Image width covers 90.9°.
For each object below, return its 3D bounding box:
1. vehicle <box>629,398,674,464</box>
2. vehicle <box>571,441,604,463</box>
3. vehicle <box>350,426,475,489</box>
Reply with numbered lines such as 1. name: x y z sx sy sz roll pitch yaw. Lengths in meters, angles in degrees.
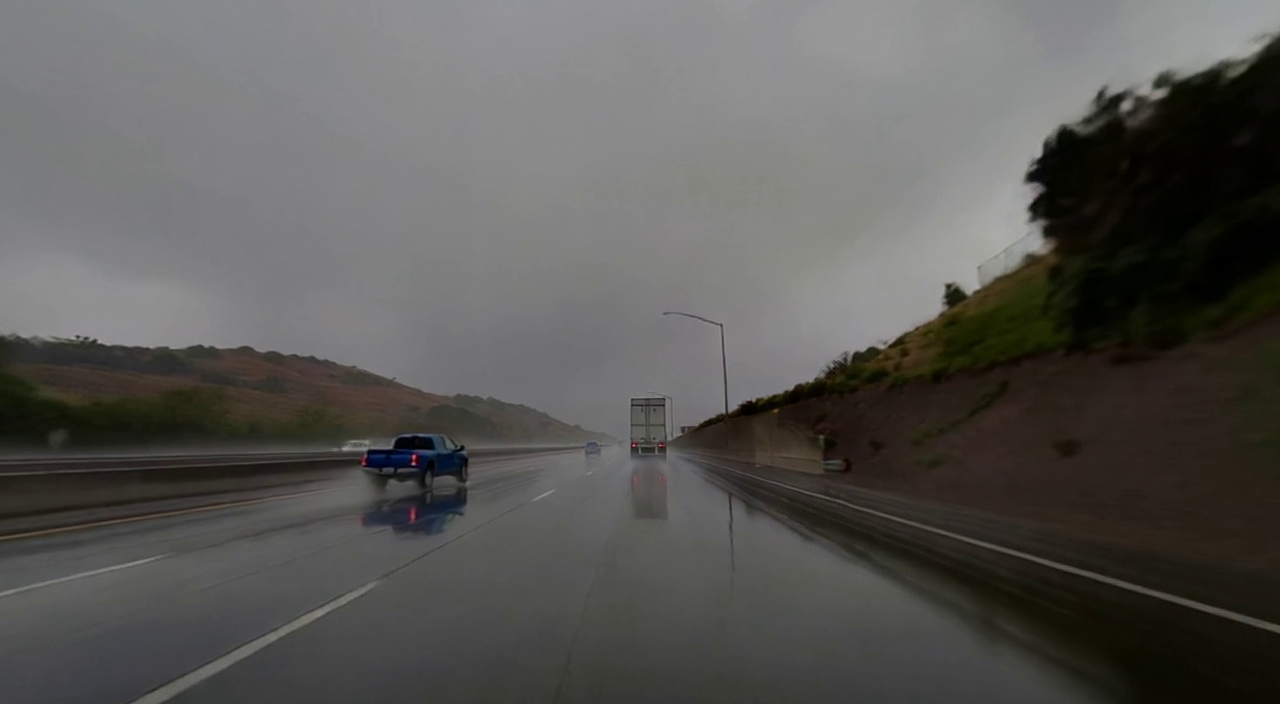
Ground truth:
1. vehicle: 0.894 6.213 48.553 2.951 4.229 15.519 0 -8 1
2. vehicle: -3.848 7.446 47.159 1.983 1.508 4.060 0 -8 2
3. vehicle: -7.427 3.497 21.341 2.113 1.837 5.339 0 -8 2
